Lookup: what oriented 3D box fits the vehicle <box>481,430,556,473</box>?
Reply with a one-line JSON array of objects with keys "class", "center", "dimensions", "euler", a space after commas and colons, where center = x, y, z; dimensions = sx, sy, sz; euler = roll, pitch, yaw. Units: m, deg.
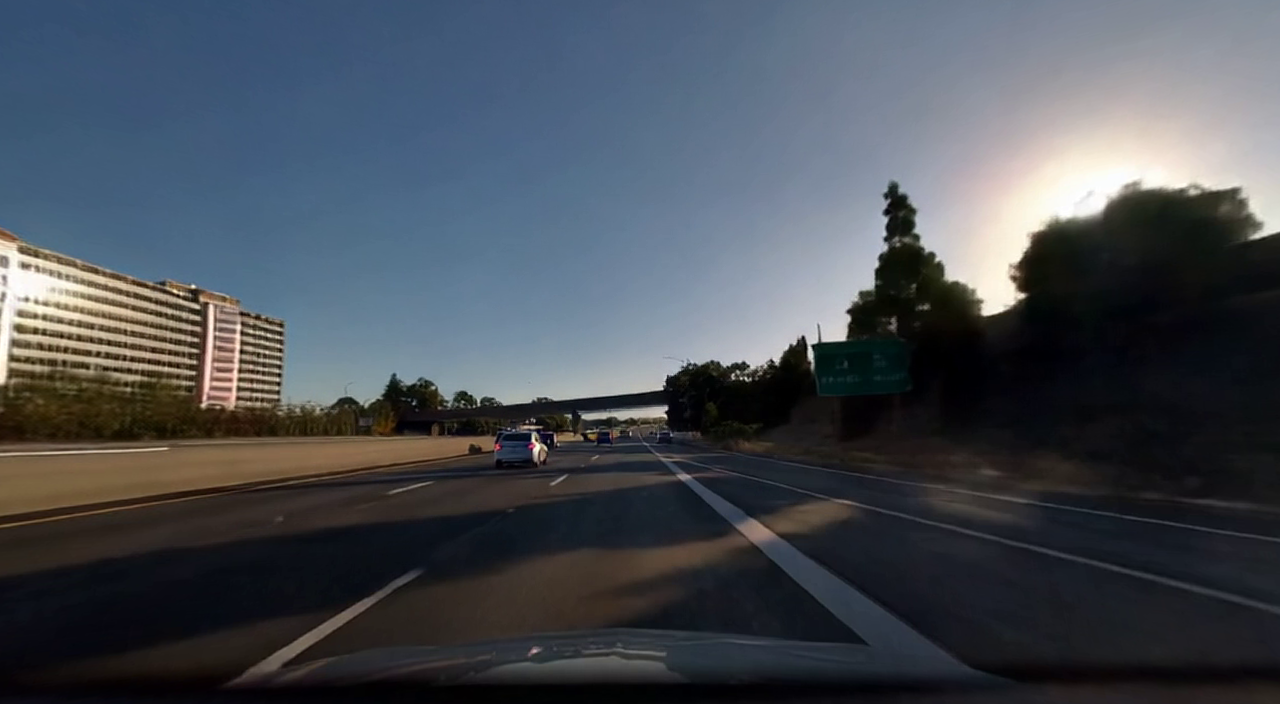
[{"class": "vehicle", "center": [-4.547, 3.775, 24.185], "dimensions": [1.996, 1.490, 4.571], "euler": [0, -8, 0]}]
